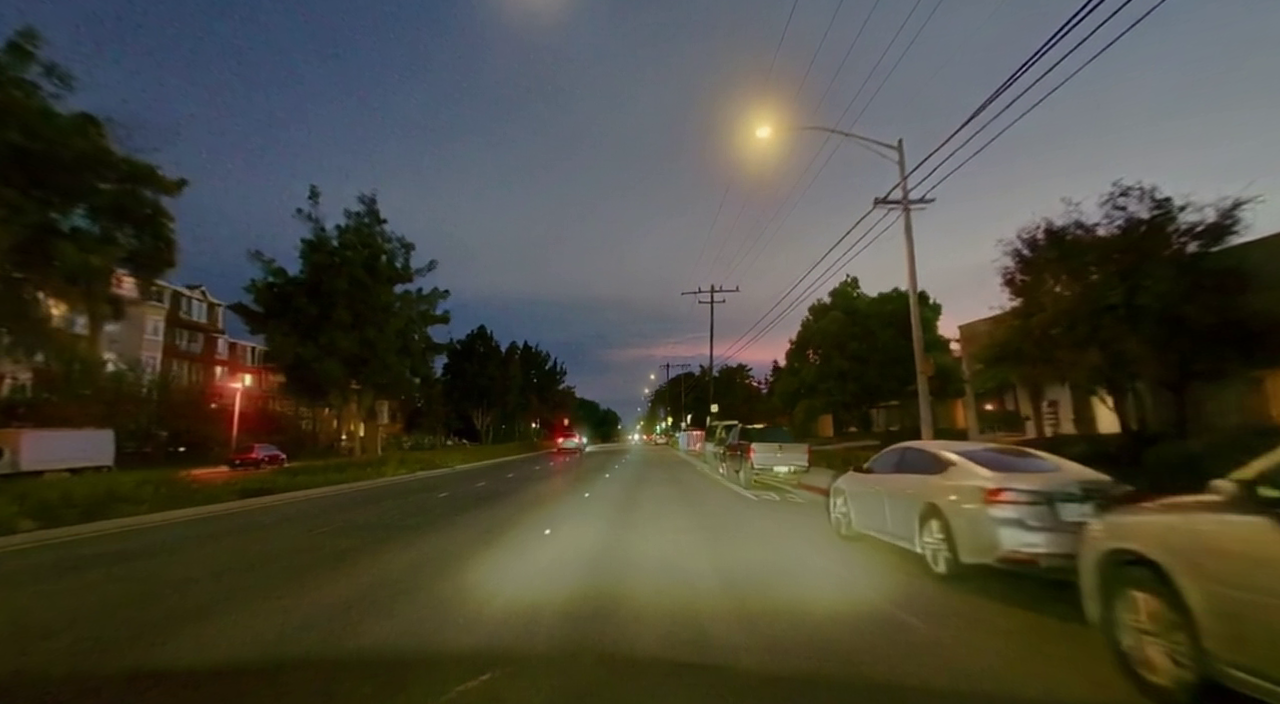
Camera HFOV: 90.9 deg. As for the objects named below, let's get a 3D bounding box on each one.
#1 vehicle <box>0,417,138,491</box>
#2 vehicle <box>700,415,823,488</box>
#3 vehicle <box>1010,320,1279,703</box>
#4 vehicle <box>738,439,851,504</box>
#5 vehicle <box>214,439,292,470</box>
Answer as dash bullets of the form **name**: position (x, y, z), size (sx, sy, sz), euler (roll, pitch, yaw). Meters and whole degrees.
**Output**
- **vehicle**: position (-25.749, 4.452, 27.825), size (2.223, 2.895, 5.824), euler (0, -8, 1)
- **vehicle**: position (3.479, 3.038, 19.505), size (2.546, 1.897, 5.717), euler (0, -8, -1)
- **vehicle**: position (3.482, 0.688, 1.679), size (2.188, 1.810, 4.883), euler (-1, -8, 3)
- **vehicle**: position (3.462, 2.717, 14.670), size (1.869, 1.325, 2.994), euler (0, -8, 1)
- **vehicle**: position (-25.456, 6.737, 41.701), size (2.052, 1.862, 4.816), euler (0, -8, 1)
